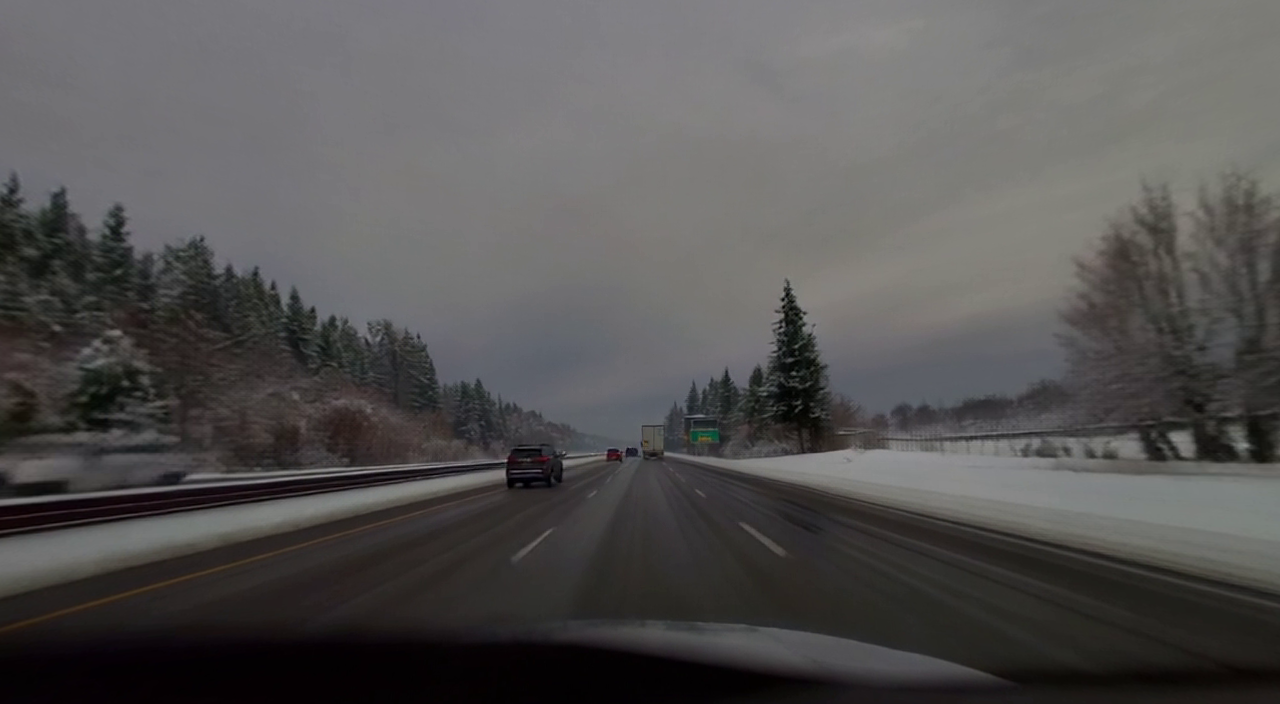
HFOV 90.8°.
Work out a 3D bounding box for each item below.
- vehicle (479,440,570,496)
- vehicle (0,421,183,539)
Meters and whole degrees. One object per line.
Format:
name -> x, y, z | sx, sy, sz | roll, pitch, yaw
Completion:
vehicle -> -3.582, 3.711, 20.461 | 2.057, 1.618, 4.212 | 0, -9, 1
vehicle -> -12.367, 2.562, 12.992 | 2.021, 2.068, 5.034 | 0, -9, 0
